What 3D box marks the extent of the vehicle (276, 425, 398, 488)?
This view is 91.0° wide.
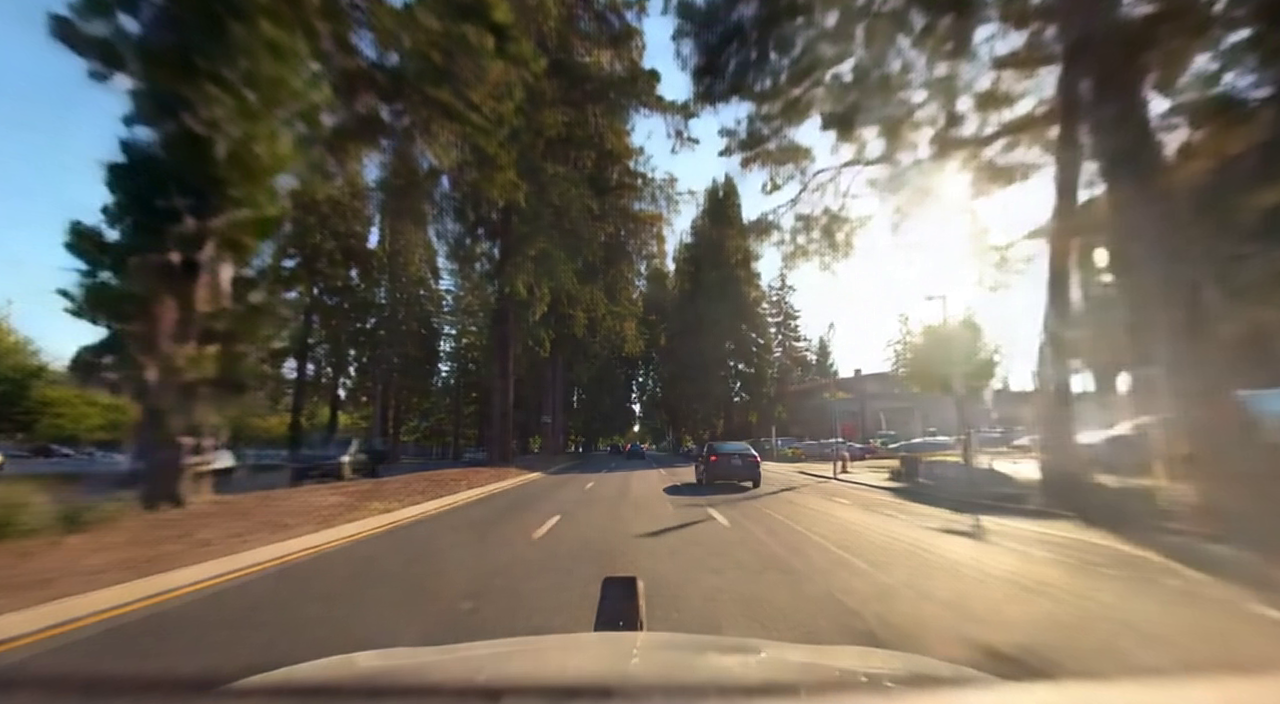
[{"bbox_3d":[-11.044,3.865,23.466,2.074,2.065,4.946,0,-9,-1],"label":"vehicle"}]

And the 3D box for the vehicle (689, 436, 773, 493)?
[{"bbox_3d":[2.854,3.650,20.747,2.022,1.656,4.025,0,-9,-2],"label":"vehicle"}]

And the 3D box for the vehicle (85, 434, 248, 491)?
[{"bbox_3d":[-17.645,4.151,23.927,2.094,1.894,5.364,0,-9,-1],"label":"vehicle"}]
